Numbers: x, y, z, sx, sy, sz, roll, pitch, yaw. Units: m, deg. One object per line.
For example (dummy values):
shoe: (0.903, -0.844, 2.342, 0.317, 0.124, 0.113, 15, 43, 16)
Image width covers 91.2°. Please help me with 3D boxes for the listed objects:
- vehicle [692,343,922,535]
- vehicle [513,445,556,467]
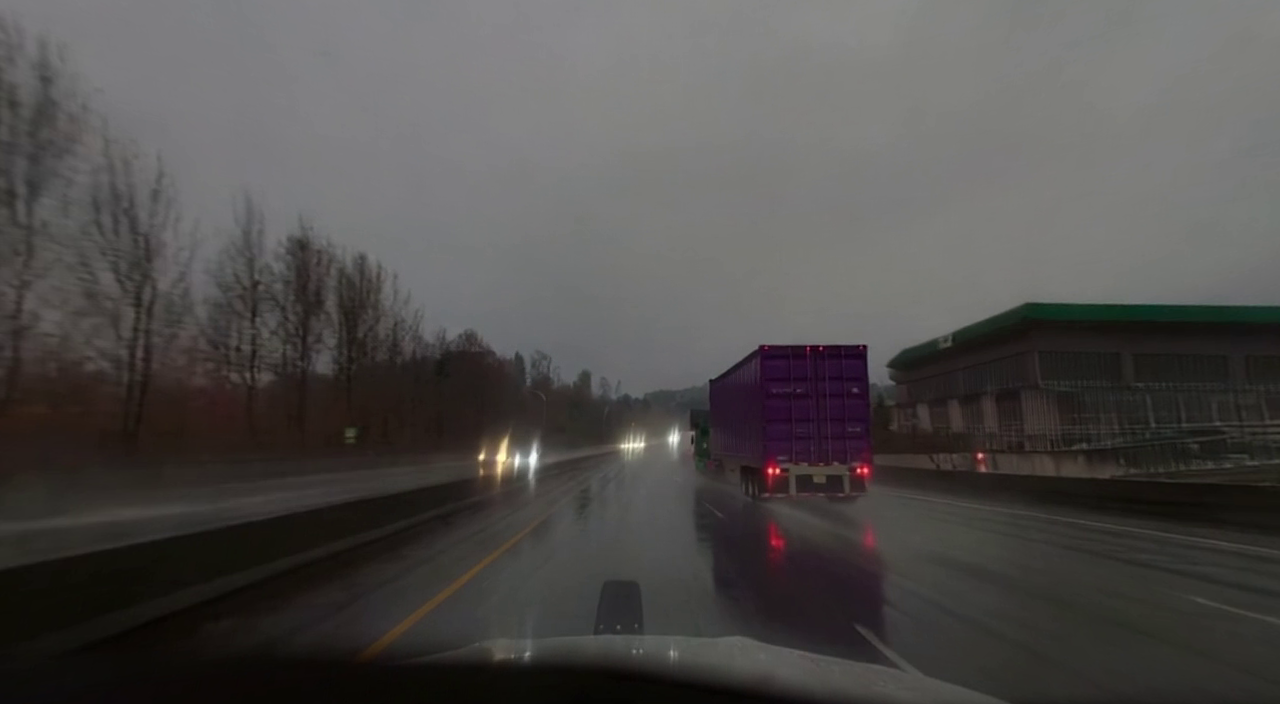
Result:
vehicle: (3.700, 2.687, 18.952, 2.916, 3.563, 14.462, 0, -9, 0)
vehicle: (-7.749, 7.699, 46.495, 1.962, 1.539, 4.572, -1, -9, 5)
